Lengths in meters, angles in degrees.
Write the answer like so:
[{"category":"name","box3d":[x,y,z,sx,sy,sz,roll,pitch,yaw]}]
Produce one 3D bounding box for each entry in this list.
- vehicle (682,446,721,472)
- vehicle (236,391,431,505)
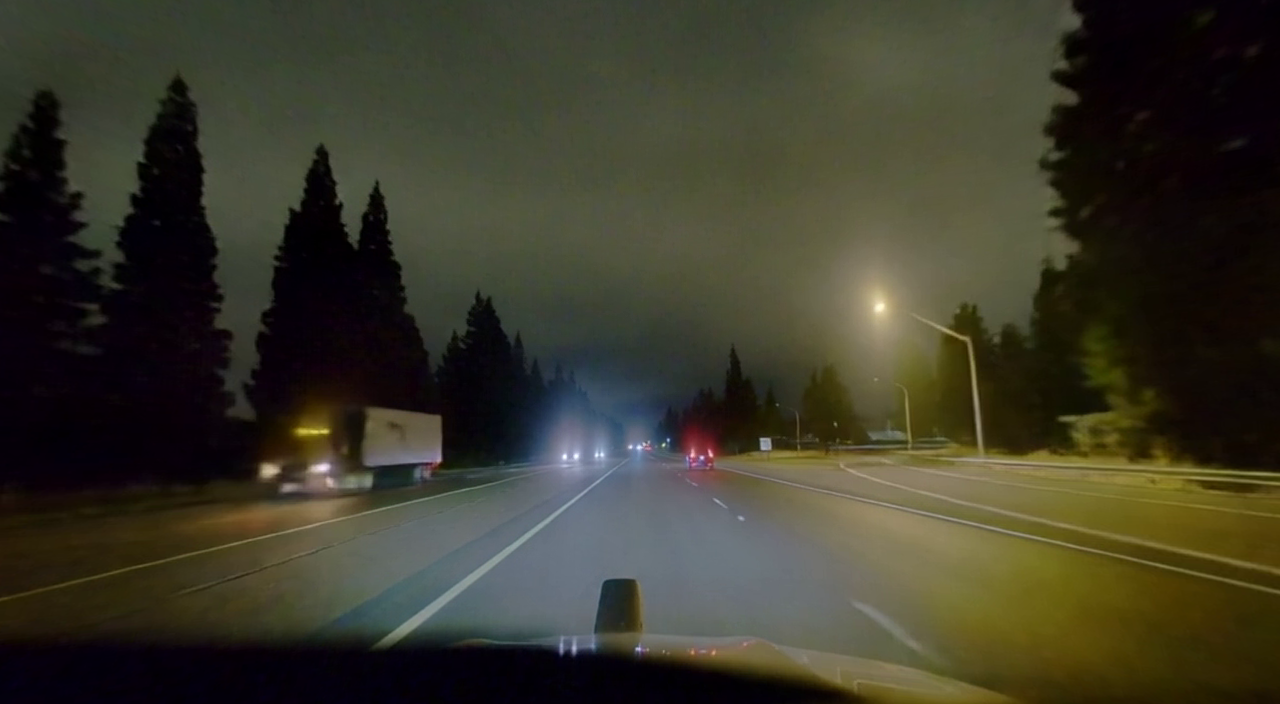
[{"category":"vehicle","box3d":[3.865,6.826,40.343,2.013,1.584,3.995,0,-9,-1]},{"category":"vehicle","box3d":[-12.976,4.357,28.641,2.904,4.097,11.763,0,-9,0]}]
